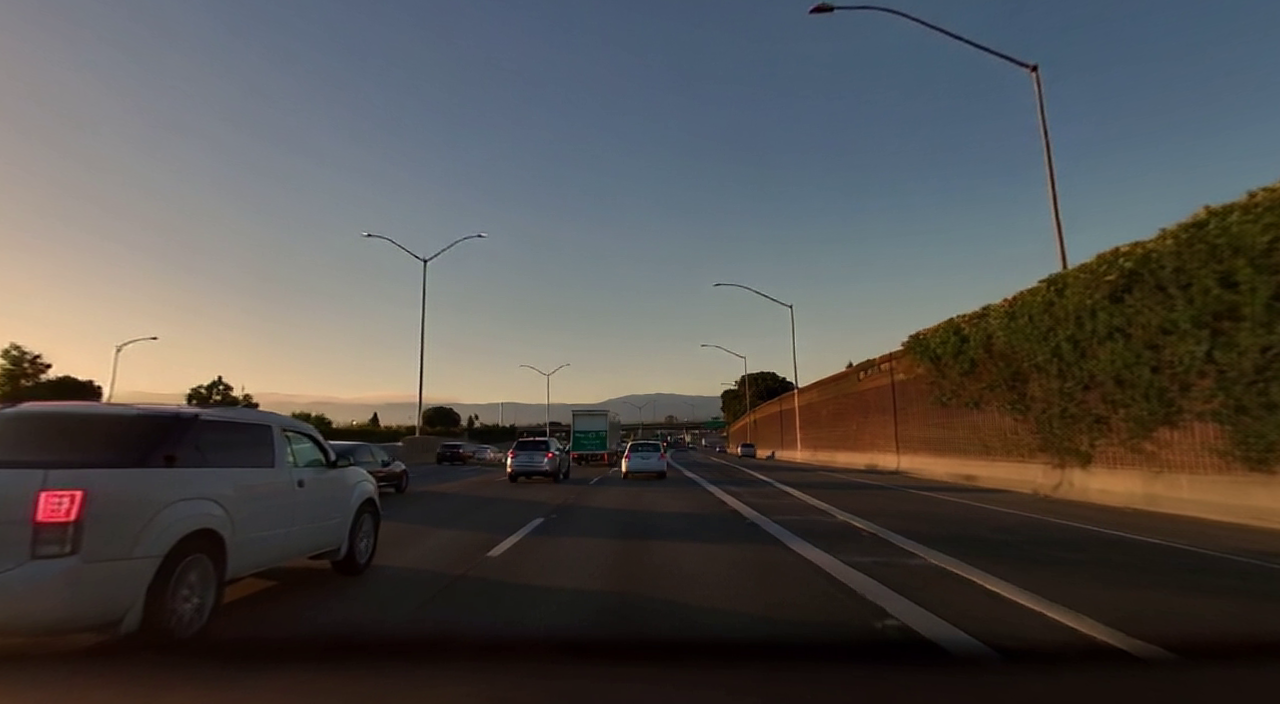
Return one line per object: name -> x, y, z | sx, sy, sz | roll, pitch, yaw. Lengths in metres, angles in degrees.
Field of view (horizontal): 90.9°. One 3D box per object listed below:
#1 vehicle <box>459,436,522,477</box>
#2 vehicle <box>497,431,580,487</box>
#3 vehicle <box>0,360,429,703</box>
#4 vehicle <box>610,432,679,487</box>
vehicle -> -7.069, 4.980, 30.264 | 1.998, 1.770, 4.222 | 0, -8, 0
vehicle -> -3.505, 3.784, 22.684 | 2.125, 1.792, 4.466 | 0, -8, 2
vehicle -> -3.485, 1.198, 4.794 | 2.209, 1.711, 4.296 | 0, -8, 1
vehicle -> 0.153, 3.699, 22.009 | 2.180, 1.716, 3.920 | 0, -8, 0
